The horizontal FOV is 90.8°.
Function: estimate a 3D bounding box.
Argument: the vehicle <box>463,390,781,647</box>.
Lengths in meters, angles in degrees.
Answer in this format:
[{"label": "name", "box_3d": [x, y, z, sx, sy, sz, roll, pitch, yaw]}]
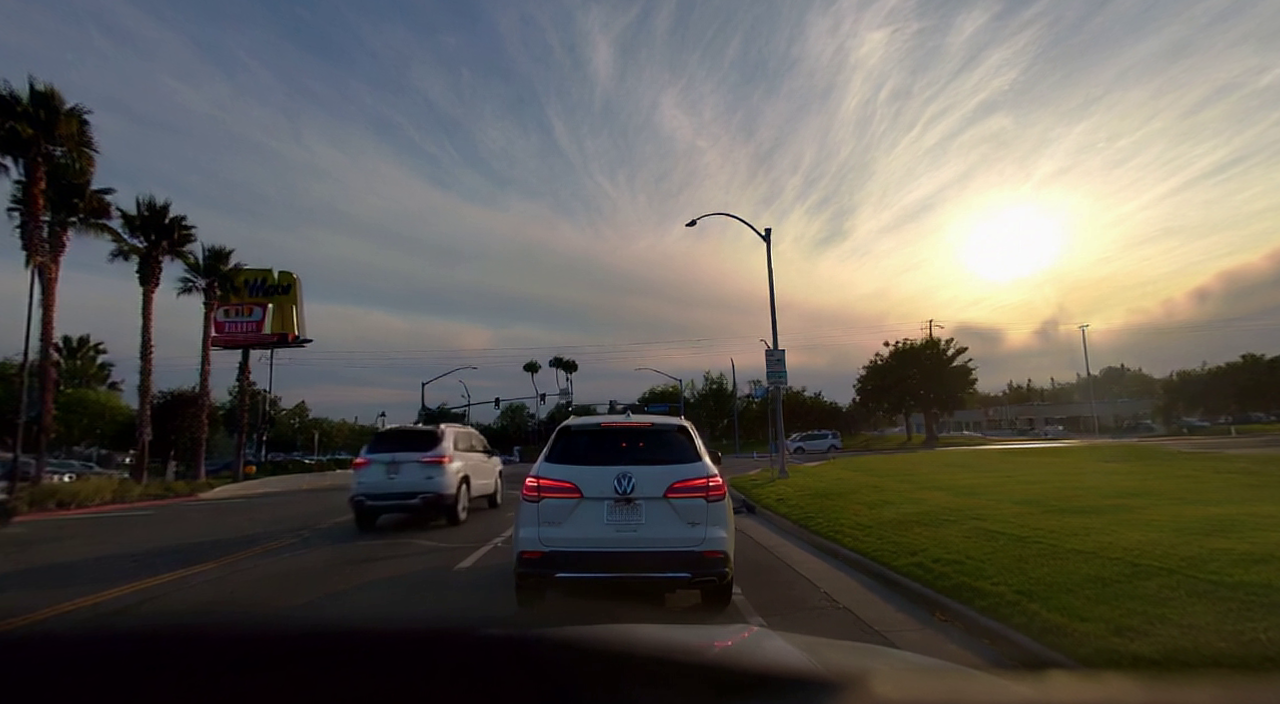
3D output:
[{"label": "vehicle", "box_3d": [-0.142, 1.418, 6.322, 2.137, 1.728, 3.926, 0, -9, -1]}]

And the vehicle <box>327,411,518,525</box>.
[{"label": "vehicle", "box_3d": [-4.288, 2.403, 13.615, 2.344, 1.980, 5.009, 0, -9, 0]}]

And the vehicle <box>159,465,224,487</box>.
[{"label": "vehicle", "box_3d": [-33.313, 9.204, 47.022, 1.792, 1.439, 3.952, -1, -9, 3]}]
